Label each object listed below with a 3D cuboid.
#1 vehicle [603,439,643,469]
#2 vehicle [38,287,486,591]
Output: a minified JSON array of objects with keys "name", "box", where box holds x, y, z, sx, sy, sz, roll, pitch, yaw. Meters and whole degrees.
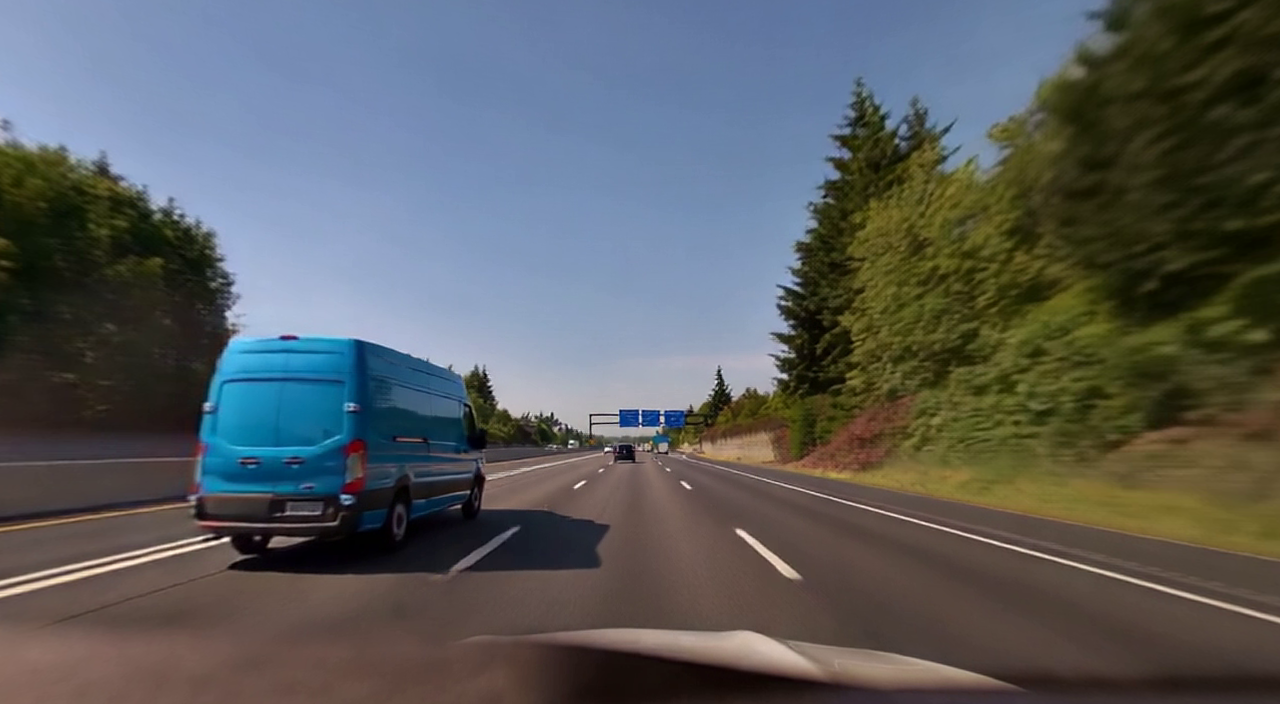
[{"name":"vehicle","box":[-0.940,6.078,37.618,2.183,1.662,3.968,0,-9,1]},{"name":"vehicle","box":[-4.094,1.190,8.692,2.382,2.736,5.982,0,-9,0]}]
